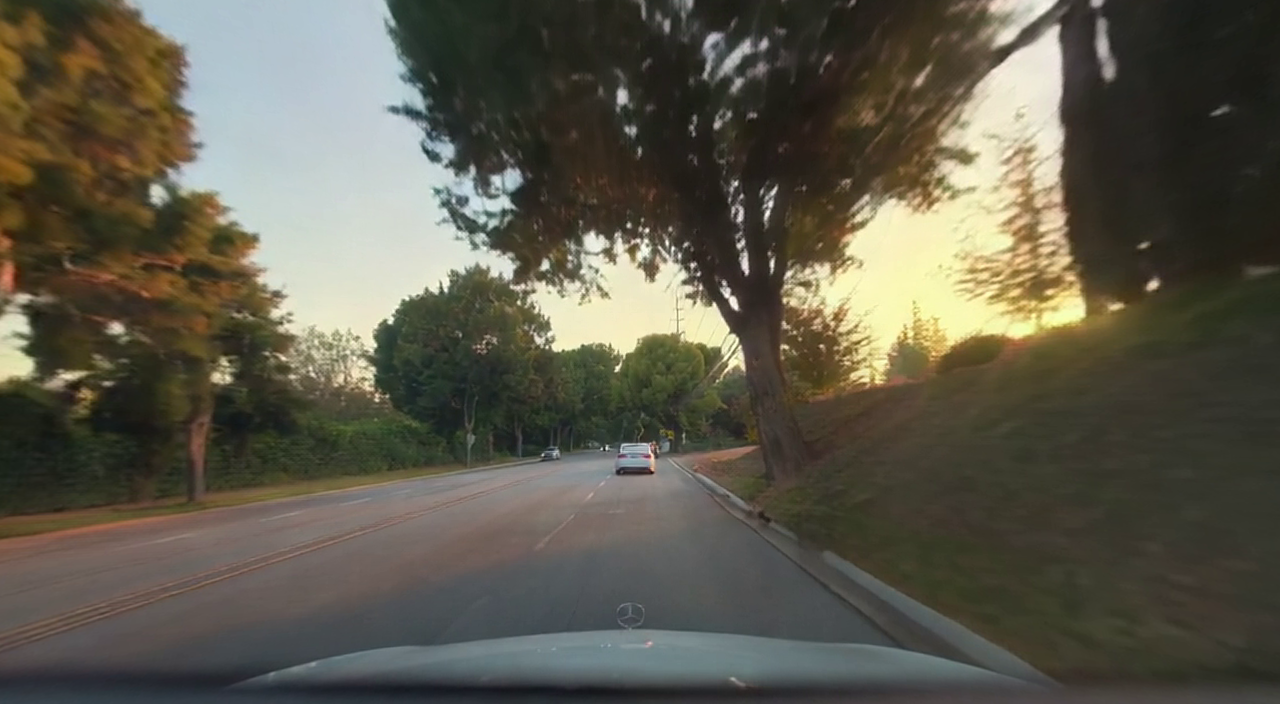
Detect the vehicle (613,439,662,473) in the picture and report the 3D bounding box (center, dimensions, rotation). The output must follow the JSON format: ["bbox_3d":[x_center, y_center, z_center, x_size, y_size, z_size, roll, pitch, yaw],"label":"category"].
[{"bbox_3d":[-0.041,4.859,29.669,2.153,1.461,4.374,-1,-8,2],"label":"vehicle"}]
